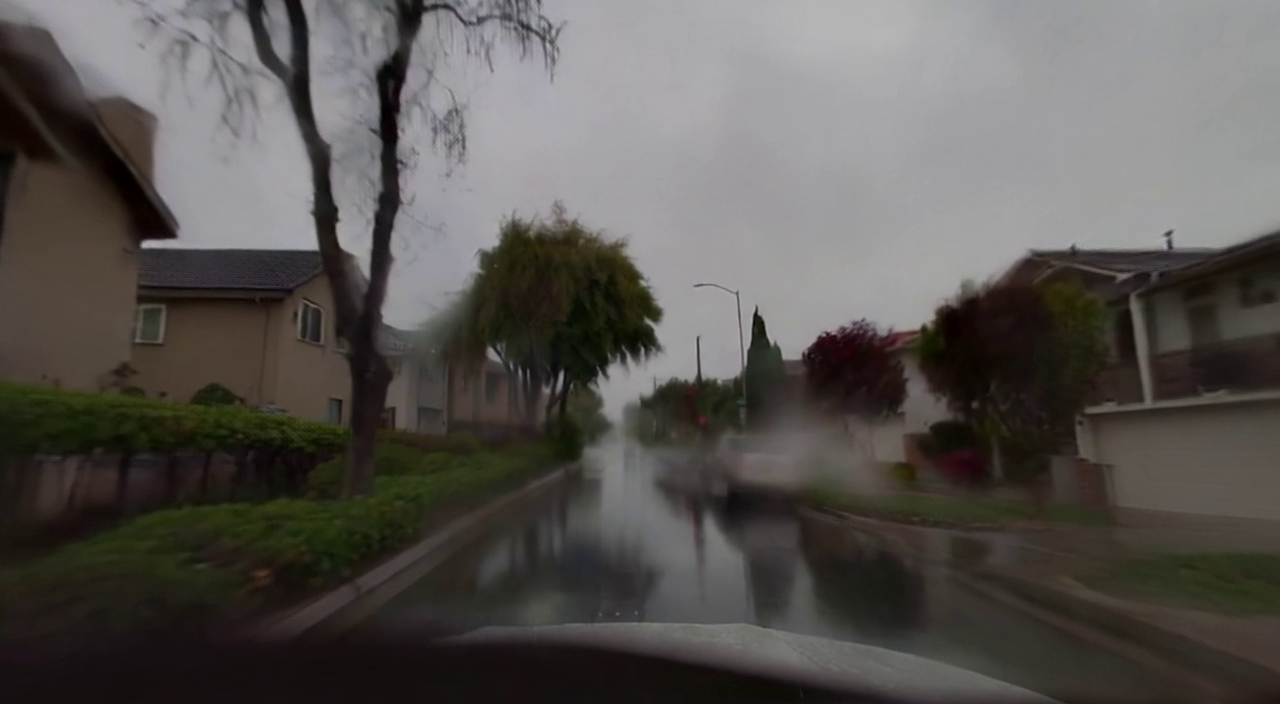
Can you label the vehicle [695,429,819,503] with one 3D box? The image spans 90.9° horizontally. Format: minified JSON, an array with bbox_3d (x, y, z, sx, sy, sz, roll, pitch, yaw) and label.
[{"bbox_3d":[2.612,2.625,15.129,1.955,1.498,4.046,0,-7,-4],"label":"vehicle"}]
